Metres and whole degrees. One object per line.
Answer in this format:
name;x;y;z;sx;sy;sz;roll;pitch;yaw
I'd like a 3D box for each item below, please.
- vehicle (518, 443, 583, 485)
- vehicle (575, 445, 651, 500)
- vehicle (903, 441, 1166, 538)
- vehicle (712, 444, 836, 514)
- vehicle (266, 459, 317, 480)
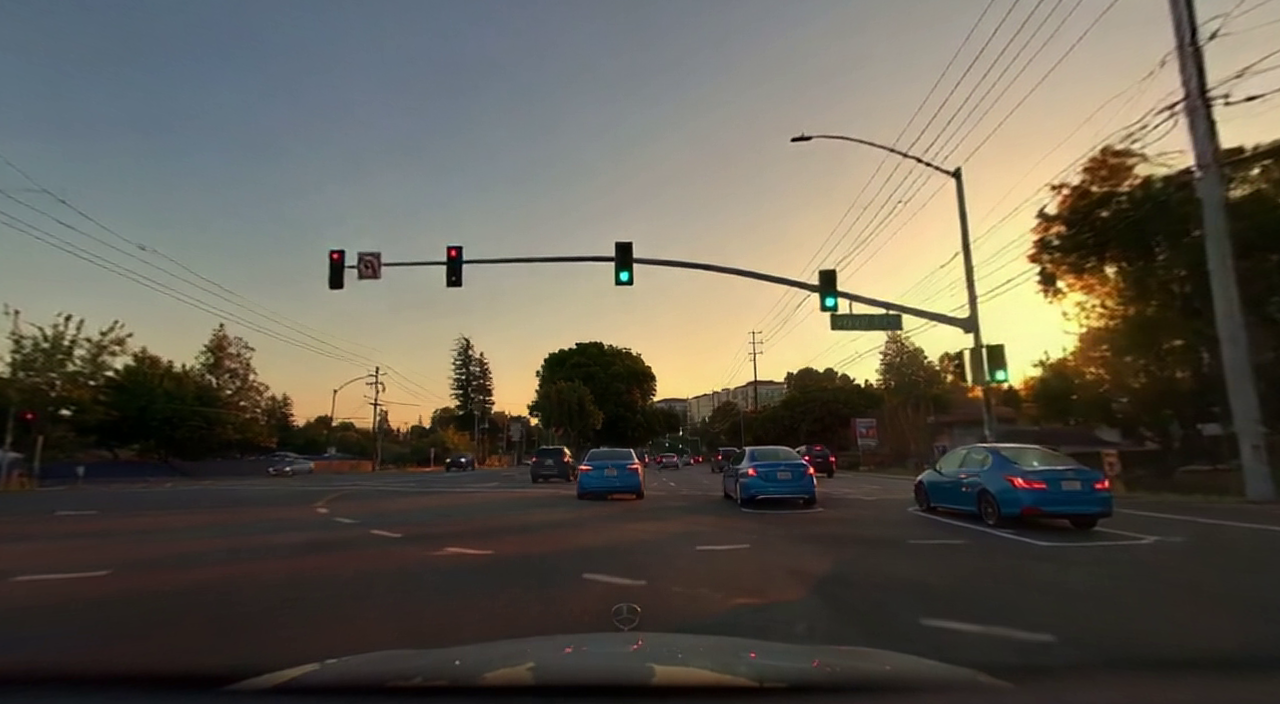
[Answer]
vehicle;-3.683;4.707;26.808;2.073;1.606;4.364;0;-9;0
vehicle;-0.754;3.584;19.267;2.065;1.464;4.216;0;-9;-1
vehicle;6.921;2.424;11.848;2.004;1.455;4.417;0;-9;-1
vehicle;3.164;3.080;15.940;2.053;1.490;4.464;0;-9;-1
vehicle;-27.303;9.210;49.620;1.859;1.482;3.717;0;-9;1
